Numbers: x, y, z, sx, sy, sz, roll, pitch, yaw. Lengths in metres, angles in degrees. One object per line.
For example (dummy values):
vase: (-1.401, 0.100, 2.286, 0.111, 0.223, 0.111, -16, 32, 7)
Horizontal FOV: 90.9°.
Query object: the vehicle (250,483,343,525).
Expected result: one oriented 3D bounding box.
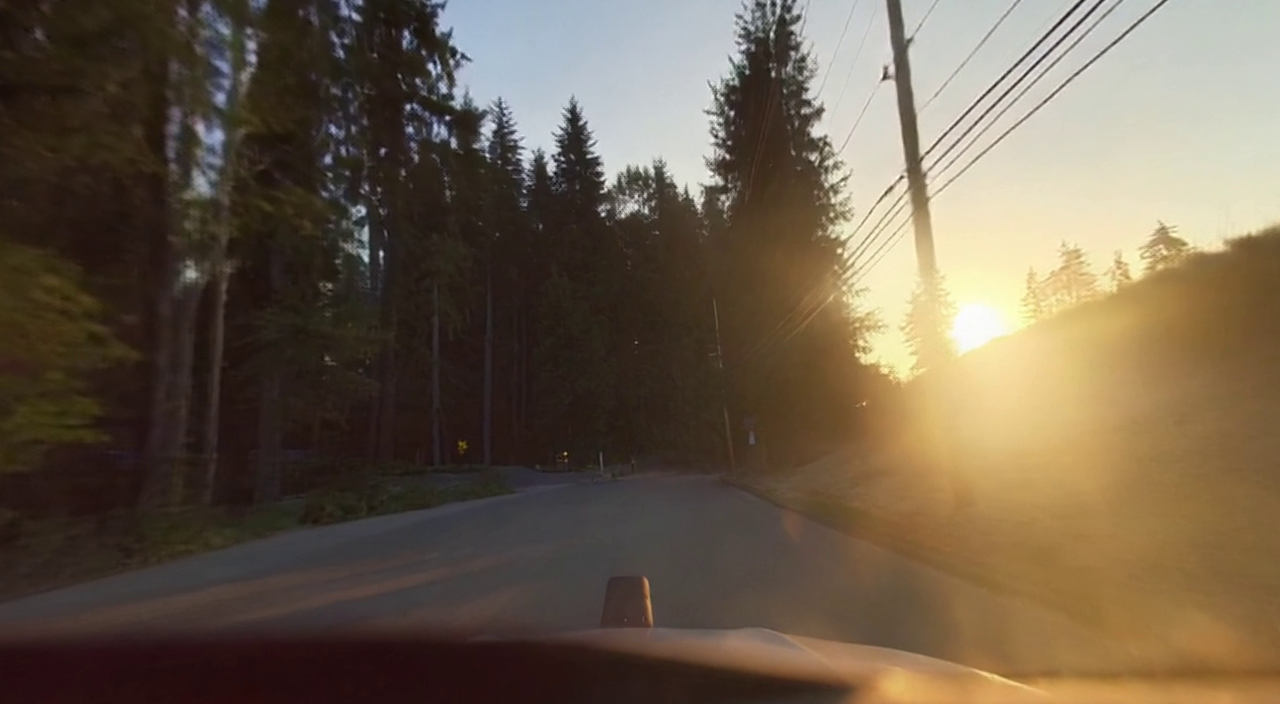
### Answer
vehicle: (-16.829, 7.383, 30.858, 4.043, 1.673, 1.970, -5, -10, 28)
